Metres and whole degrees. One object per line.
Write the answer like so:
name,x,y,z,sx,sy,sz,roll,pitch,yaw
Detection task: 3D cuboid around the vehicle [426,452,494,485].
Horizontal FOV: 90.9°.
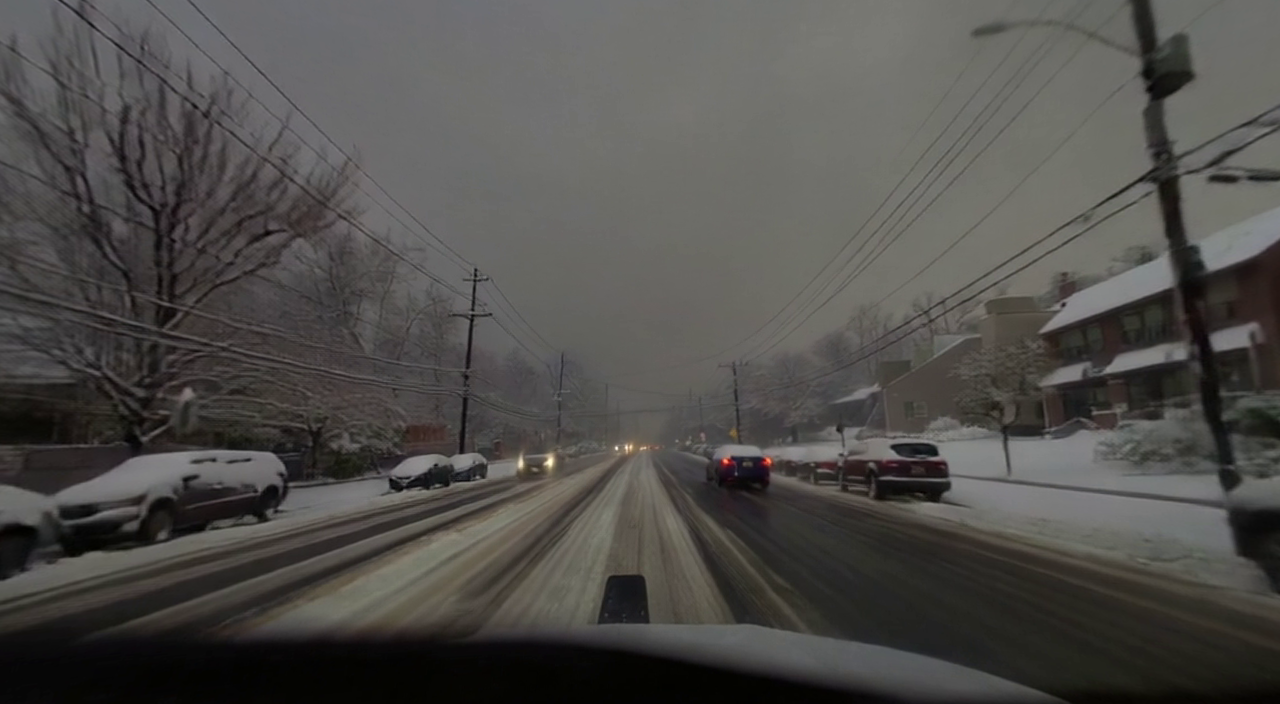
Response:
vehicle,-9.179,5.969,32.592,2.117,1.474,4.740,-1,-8,0

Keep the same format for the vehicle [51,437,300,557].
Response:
vehicle,-9.480,2.916,13.503,1.981,1.975,4.534,-3,-8,-2

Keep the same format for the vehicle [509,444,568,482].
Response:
vehicle,-4.661,5.163,29.666,2.010,1.588,4.186,-1,-8,1

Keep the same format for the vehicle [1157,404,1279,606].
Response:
vehicle,7.643,1.313,4.881,2.380,2.030,5.861,-1,-9,1

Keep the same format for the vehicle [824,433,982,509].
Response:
vehicle,7.725,3.555,19.473,2.250,1.935,6.052,0,-8,0

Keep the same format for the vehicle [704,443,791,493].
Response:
vehicle,3.550,3.933,21.804,2.059,1.489,4.629,0,-9,-1

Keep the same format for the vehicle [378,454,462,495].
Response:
vehicle,-9.355,5.220,27.214,1.944,1.524,4.404,-1,-8,1
